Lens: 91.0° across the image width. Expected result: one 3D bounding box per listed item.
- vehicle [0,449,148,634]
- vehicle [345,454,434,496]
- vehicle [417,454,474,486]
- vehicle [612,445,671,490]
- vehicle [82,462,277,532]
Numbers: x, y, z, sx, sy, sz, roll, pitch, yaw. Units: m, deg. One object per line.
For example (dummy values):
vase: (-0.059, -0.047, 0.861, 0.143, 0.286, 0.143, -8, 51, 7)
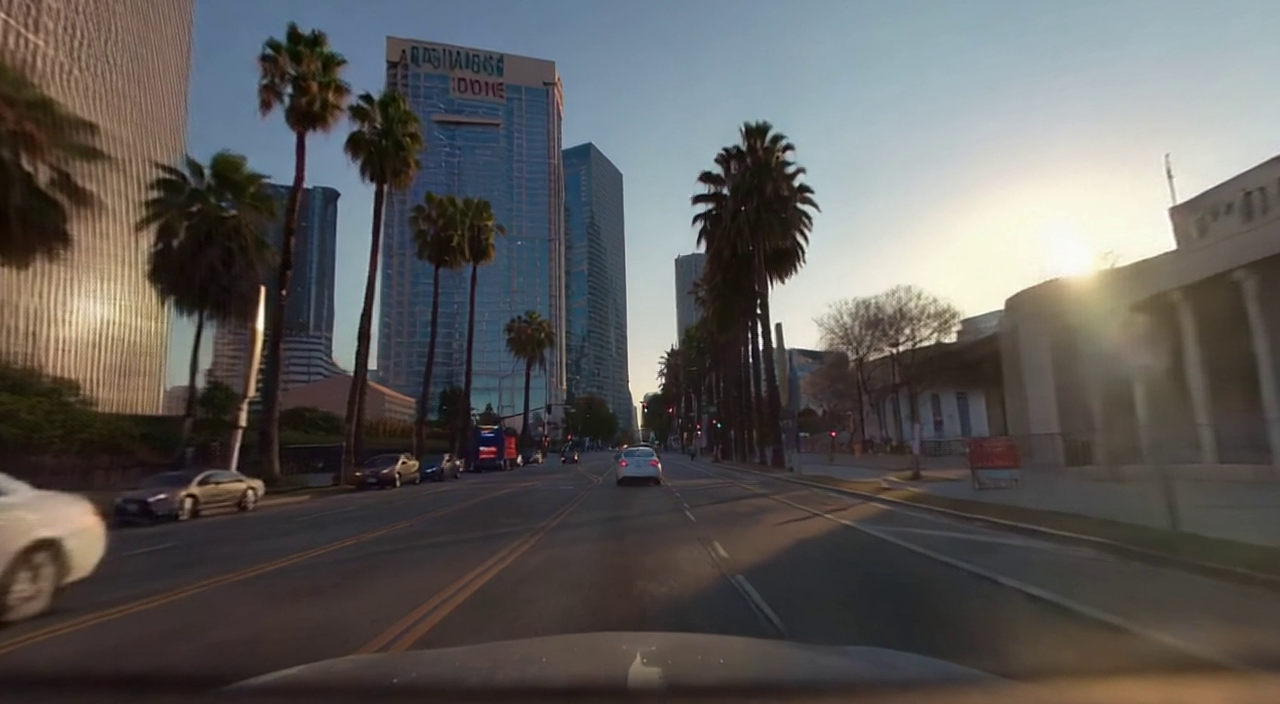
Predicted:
vehicle: (-6.170, 1.409, 4.287, 1.951, 1.476, 4.452, -1, -9, 1)
vehicle: (-12.304, 6.050, 31.320, 2.308, 1.839, 4.793, -1, -9, 2)
vehicle: (-12.049, 7.311, 39.334, 1.981, 1.803, 4.835, 0, -9, 1)
vehicle: (0.046, 4.538, 24.989, 2.145, 1.632, 3.972, 0, -9, 0)
vehicle: (-12.459, 3.996, 17.546, 1.914, 1.551, 4.634, -4, -12, 0)
